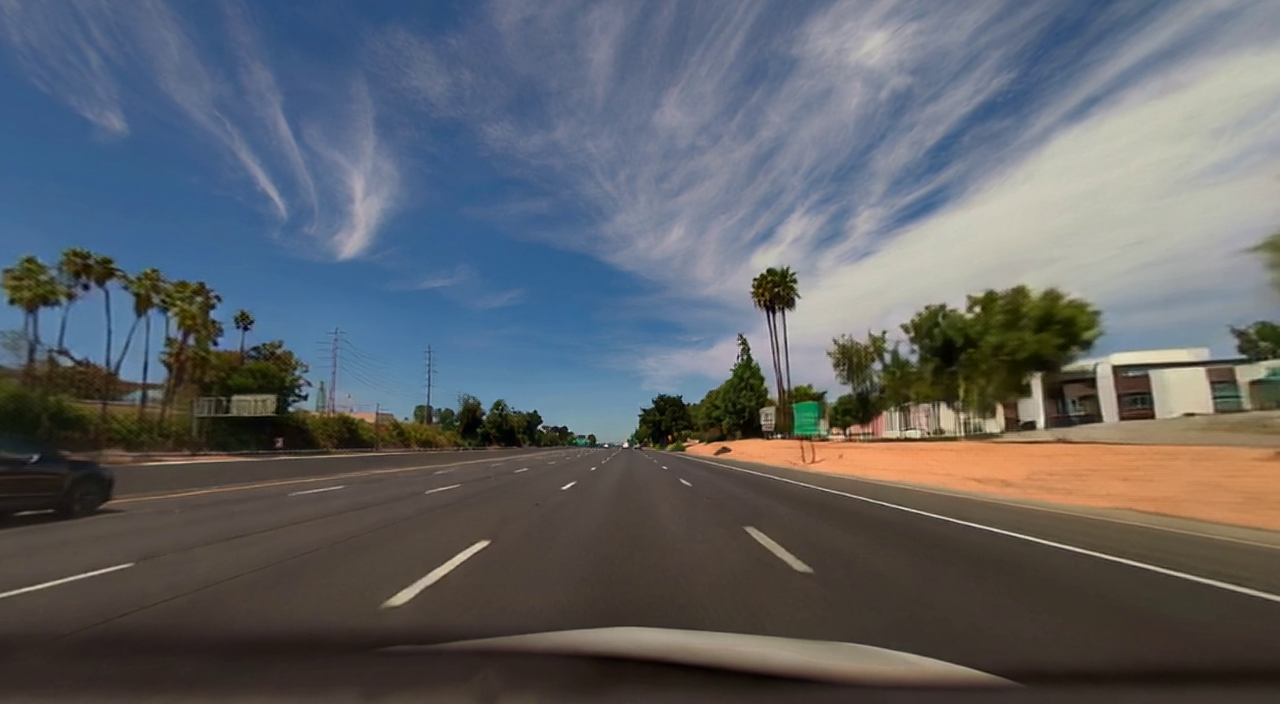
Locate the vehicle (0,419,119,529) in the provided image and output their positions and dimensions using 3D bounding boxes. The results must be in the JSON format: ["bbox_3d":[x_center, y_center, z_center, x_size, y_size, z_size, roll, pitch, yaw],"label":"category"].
[{"bbox_3d":[-11.340,1.965,10.153,2.016,1.754,4.543,0,-8,0],"label":"vehicle"}]
